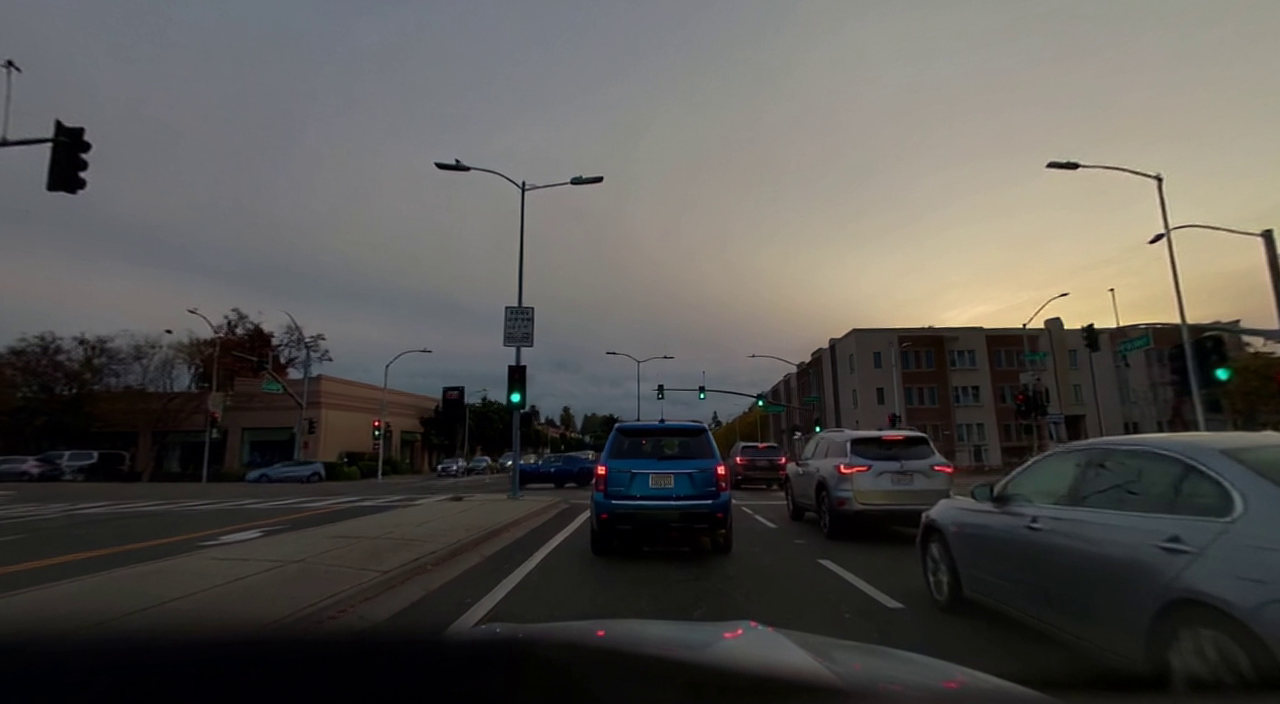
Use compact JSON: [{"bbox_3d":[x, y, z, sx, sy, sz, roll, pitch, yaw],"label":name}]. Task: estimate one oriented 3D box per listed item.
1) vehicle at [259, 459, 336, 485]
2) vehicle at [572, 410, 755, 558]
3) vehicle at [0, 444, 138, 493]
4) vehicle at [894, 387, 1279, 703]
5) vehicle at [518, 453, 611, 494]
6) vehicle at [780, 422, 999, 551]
[{"bbox_3d":[-22.004,7.704,40.663,3.981,1.477,1.872,7,-11,-38],"label":"vehicle"},{"bbox_3d":[0.332,1.997,10.233,2.292,1.840,4.394,0,-9,1],"label":"vehicle"},{"bbox_3d":[-24.863,4.917,26.842,5.062,1.946,2.243,0,-9,-1],"label":"vehicle"},{"bbox_3d":[3.313,1.077,3.455,2.056,1.516,4.776,-1,-9,3],"label":"vehicle"},{"bbox_3d":[-3.082,4.760,24.949,1.885,1.430,4.447,5,-12,-32],"label":"vehicle"},{"bbox_3d":[3.812,2.126,10.645,2.018,1.701,4.288,0,-9,1],"label":"vehicle"}]
